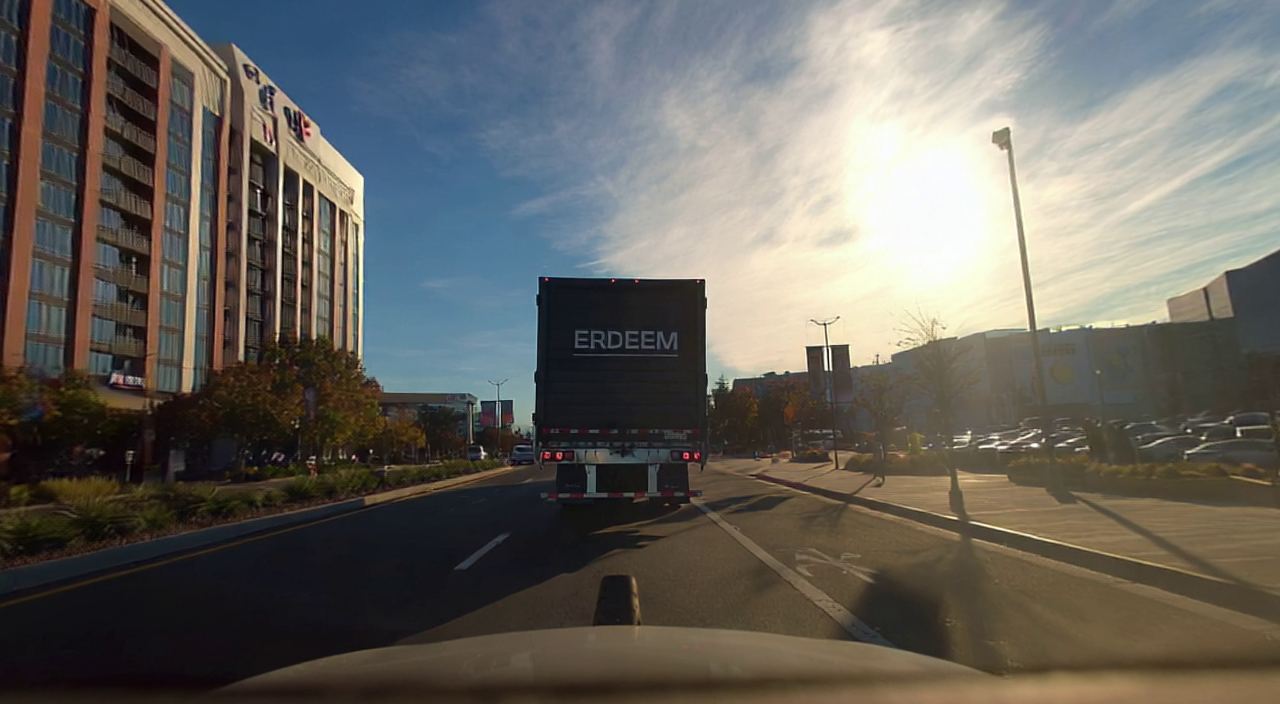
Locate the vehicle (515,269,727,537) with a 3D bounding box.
[{"bbox_3d":[-0.212,1.286,13.411,2.876,3.724,9.351,0,-8,1],"label":"vehicle"}]

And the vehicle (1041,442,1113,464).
[{"bbox_3d":[31.351,7.218,45.182,1.652,1.423,3.797,5,-9,-35],"label":"vehicle"}]
